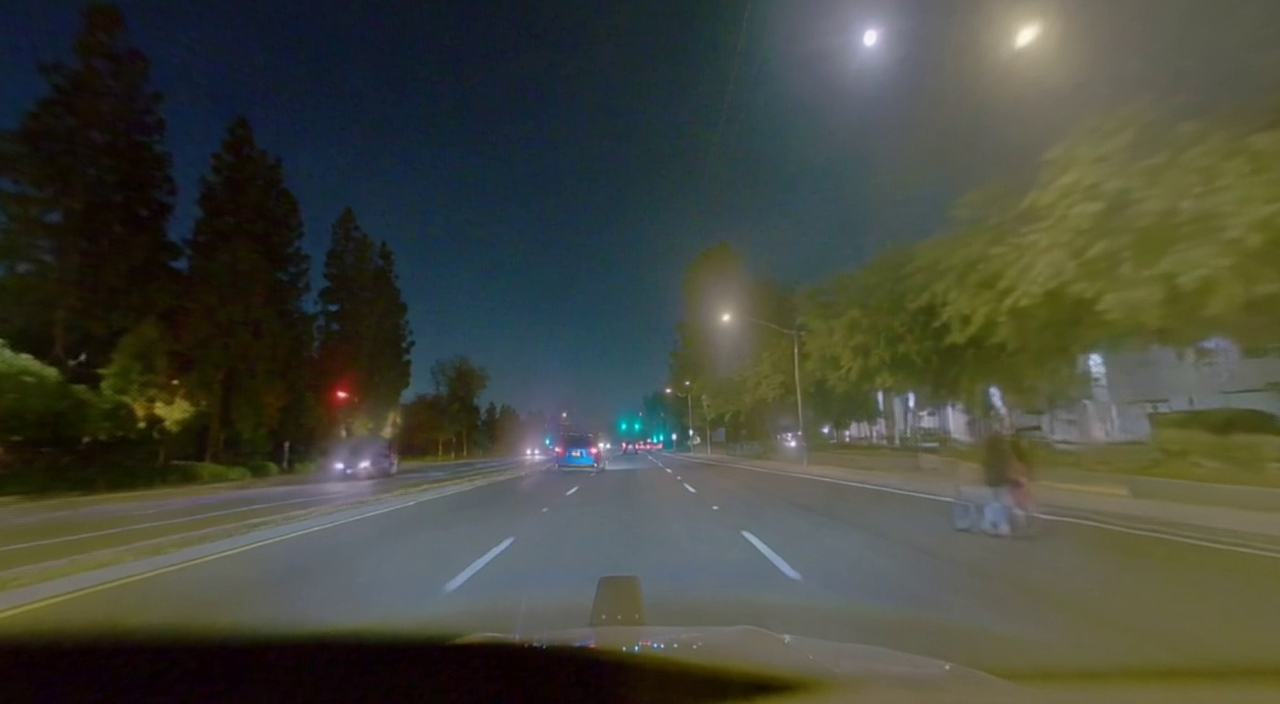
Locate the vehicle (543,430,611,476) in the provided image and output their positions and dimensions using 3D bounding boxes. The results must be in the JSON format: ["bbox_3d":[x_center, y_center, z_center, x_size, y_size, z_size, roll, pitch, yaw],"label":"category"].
[{"bbox_3d":[-2.432,4.084,25.648,2.174,1.703,4.231,0,-9,2],"label":"vehicle"}]

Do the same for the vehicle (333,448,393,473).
[{"bbox_3d":[-17.716,6.927,40.676,1.895,1.502,4.711,0,-9,-2],"label":"vehicle"}]
